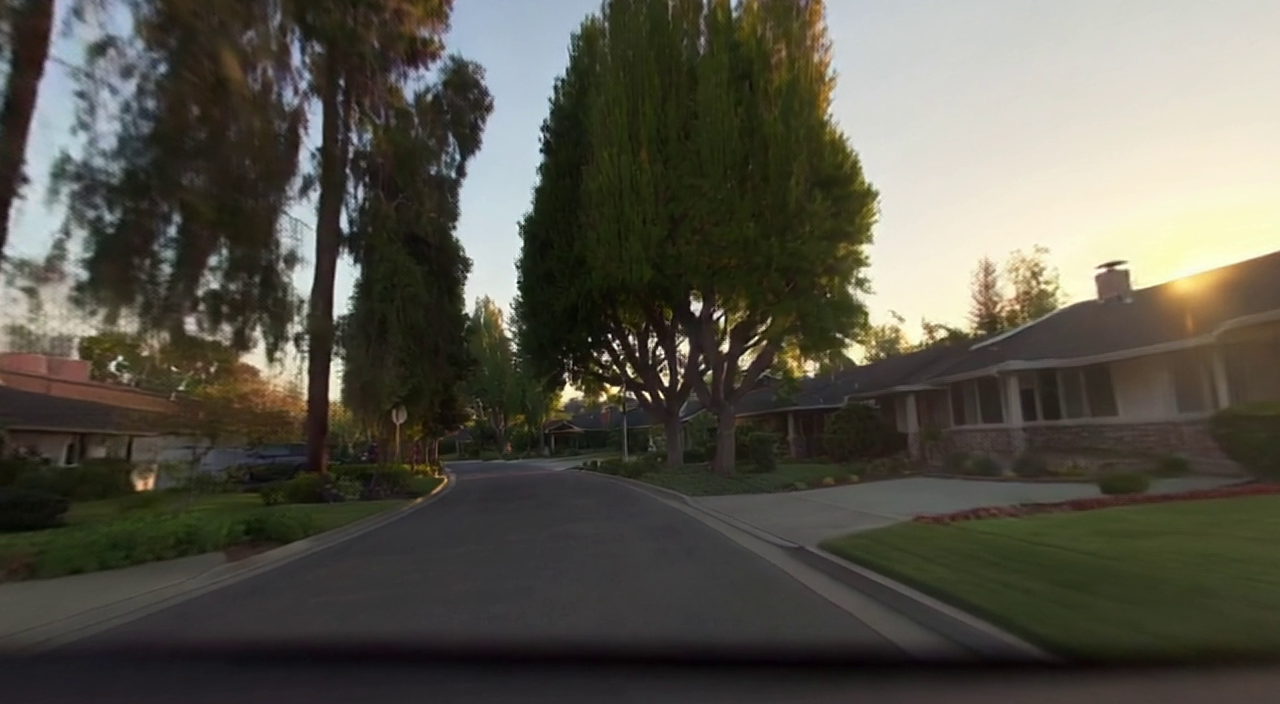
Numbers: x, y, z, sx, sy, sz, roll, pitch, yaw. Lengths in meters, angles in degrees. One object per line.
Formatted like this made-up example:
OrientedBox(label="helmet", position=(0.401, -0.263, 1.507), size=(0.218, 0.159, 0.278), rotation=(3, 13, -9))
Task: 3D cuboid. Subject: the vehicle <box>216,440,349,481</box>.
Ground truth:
OrientedBox(label="vehicle", position=(-15.151, 4.599, 26.934), size=(4.471, 1.638, 1.877), rotation=(1, -8, -10))
